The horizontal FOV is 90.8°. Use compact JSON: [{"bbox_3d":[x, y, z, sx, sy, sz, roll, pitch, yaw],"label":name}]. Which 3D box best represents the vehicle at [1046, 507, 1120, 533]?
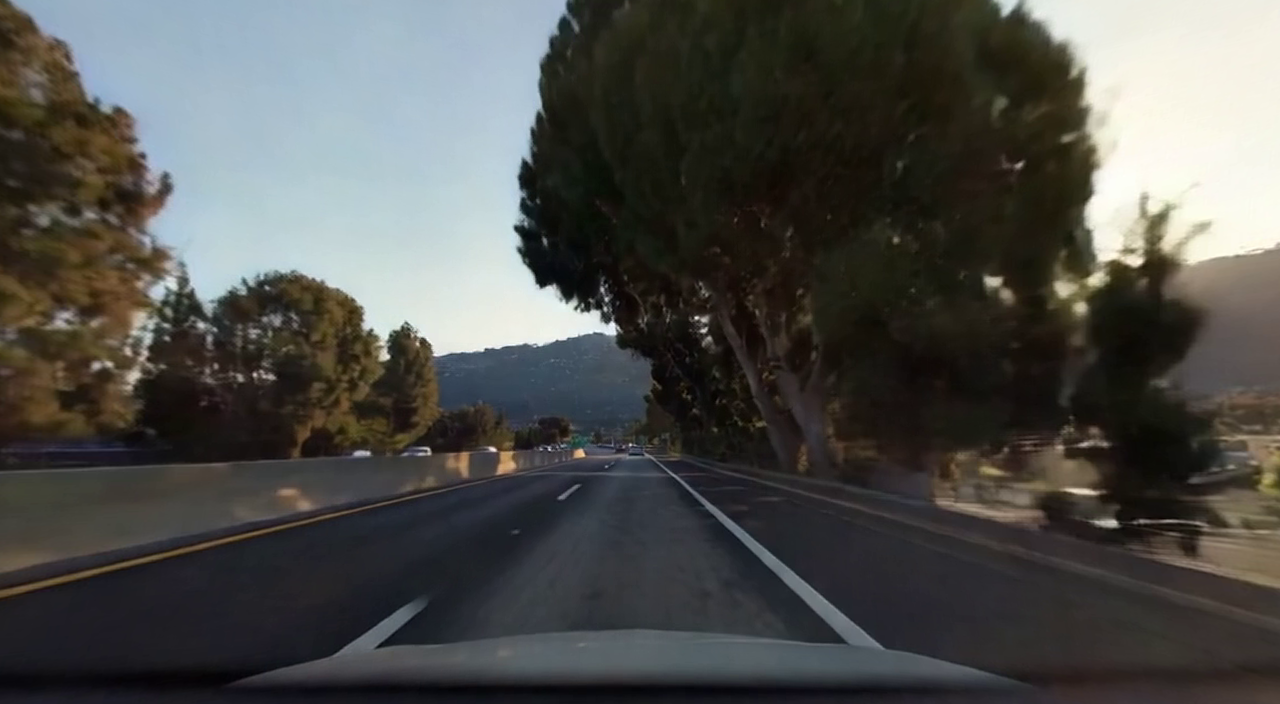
[{"bbox_3d":[34.759,13.168,49.634,4.190,1.776,2.089,0,-9,2],"label":"vehicle"}]

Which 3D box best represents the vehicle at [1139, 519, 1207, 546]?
[{"bbox_3d":[37.232,12.586,44.173,3.162,1.622,1.663,0,-9,0],"label":"vehicle"}]

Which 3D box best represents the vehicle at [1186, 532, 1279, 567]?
[{"bbox_3d":[36.695,12.191,39.098,3.639,1.728,2.172,0,-9,1],"label":"vehicle"}]

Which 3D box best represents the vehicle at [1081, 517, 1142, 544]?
[{"bbox_3d":[35.106,13.266,47.057,2.908,1.632,1.996,0,-9,2],"label":"vehicle"}]

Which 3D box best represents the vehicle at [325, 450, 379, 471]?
[{"bbox_3d":[-21.619,8.144,47.679,1.853,1.495,4.676,0,-9,0],"label":"vehicle"}]
